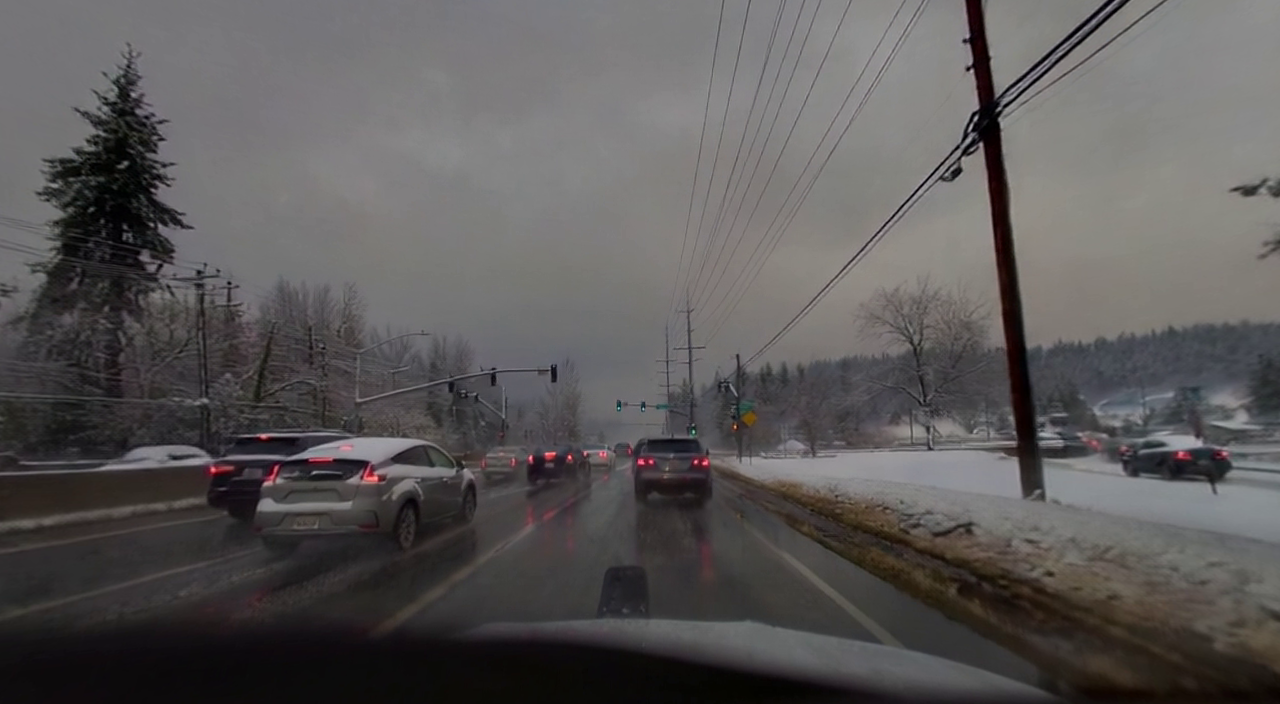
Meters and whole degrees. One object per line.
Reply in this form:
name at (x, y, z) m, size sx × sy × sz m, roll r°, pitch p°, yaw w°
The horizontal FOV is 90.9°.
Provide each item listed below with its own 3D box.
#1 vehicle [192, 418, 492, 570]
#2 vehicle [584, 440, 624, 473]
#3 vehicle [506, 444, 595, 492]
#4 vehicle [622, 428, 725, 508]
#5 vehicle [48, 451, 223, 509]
vehicle at (-3.760, 1.871, 9.093) m, size 2.018 × 1.621 × 4.441 m, roll 0°, pitch -9°, yaw 2°
vehicle at (-2.044, 6.032, 36.624) m, size 1.788 × 1.773 × 3.731 m, roll -1°, pitch -9°, yaw 5°
vehicle at (-2.888, 3.843, 21.297) m, size 2.105 × 1.436 × 4.311 m, roll -1°, pitch -9°, yaw 4°
vehicle at (0.791, 2.801, 15.581) m, size 2.205 × 1.691 × 3.937 m, roll -1°, pitch -9°, yaw 2°
vehicle at (-16.491, 4.158, 20.973) m, size 1.842 × 1.655 × 4.501 m, roll -1°, pitch -9°, yaw 5°
